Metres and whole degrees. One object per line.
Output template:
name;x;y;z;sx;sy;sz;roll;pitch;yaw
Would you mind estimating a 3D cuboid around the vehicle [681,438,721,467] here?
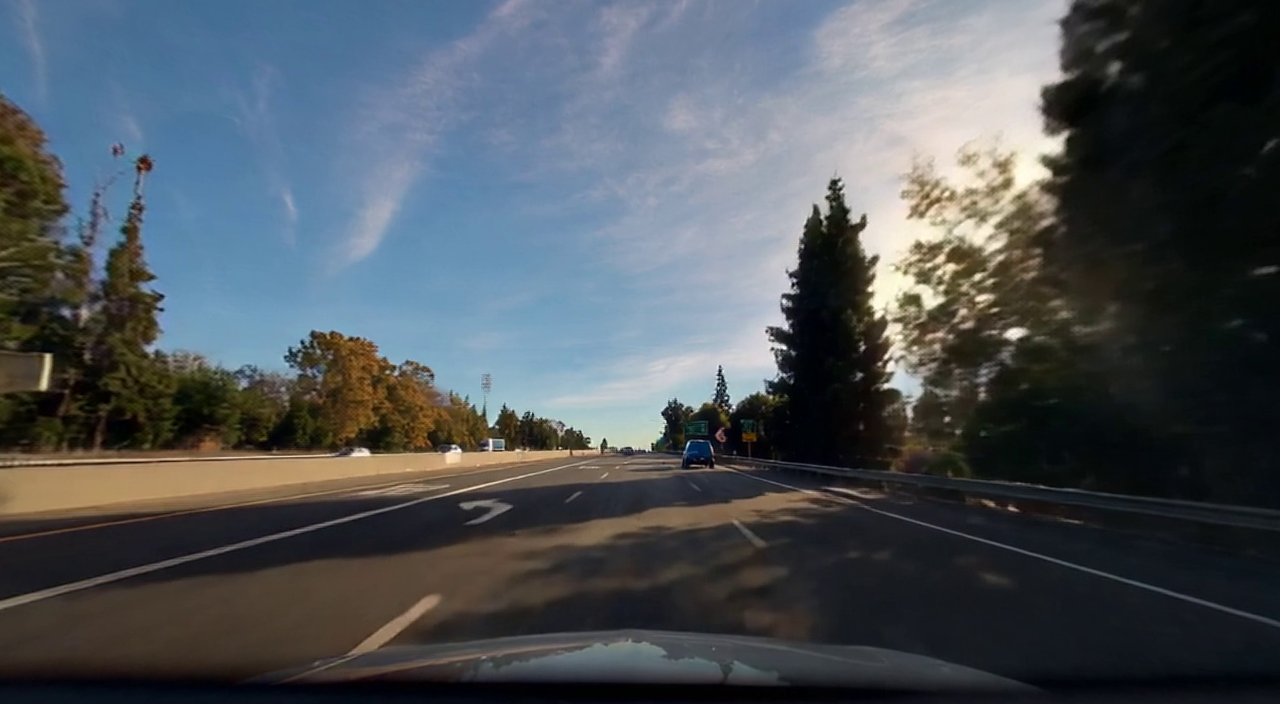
vehicle;4.245;7.046;44.489;2.172;1.930;4.879;0;-8;-2
